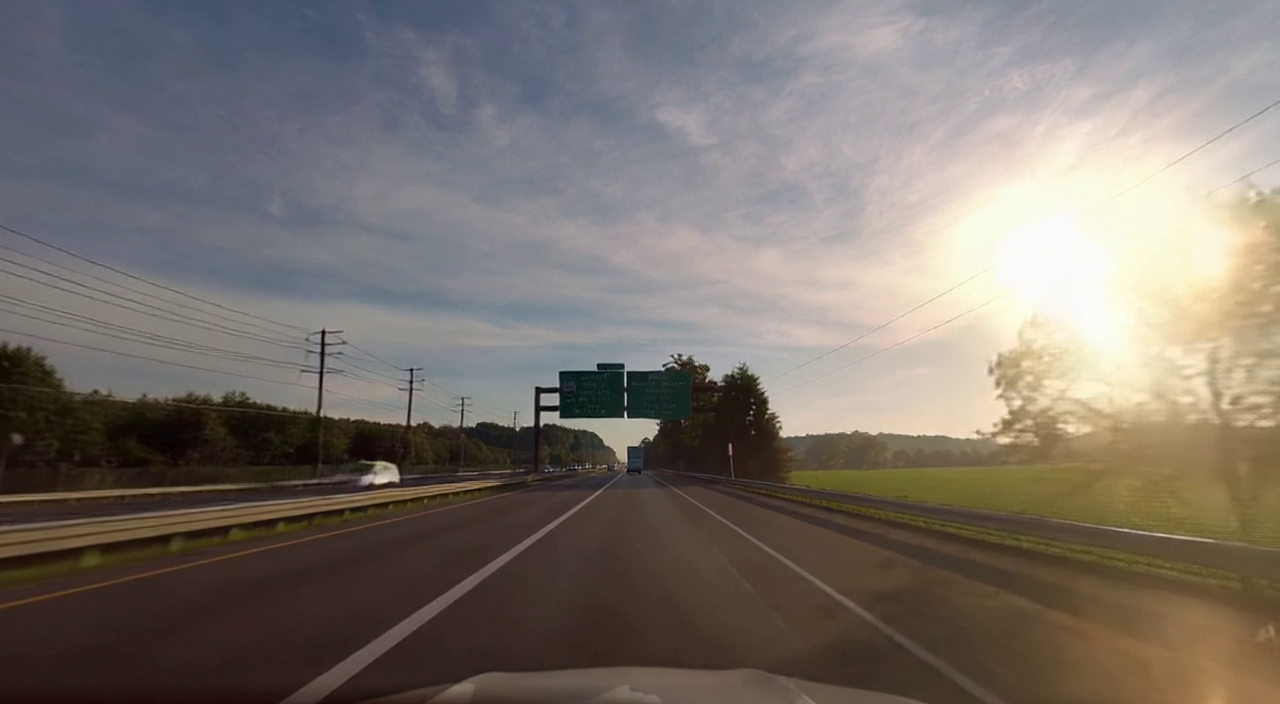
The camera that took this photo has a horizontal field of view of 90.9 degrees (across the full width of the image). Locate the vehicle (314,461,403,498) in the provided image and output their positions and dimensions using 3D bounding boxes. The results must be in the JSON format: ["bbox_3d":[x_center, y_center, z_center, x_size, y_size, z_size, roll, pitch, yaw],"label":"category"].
[{"bbox_3d":[-12.038,5.478,27.279,1.908,1.412,4.119,1,-10,0],"label":"vehicle"}]
